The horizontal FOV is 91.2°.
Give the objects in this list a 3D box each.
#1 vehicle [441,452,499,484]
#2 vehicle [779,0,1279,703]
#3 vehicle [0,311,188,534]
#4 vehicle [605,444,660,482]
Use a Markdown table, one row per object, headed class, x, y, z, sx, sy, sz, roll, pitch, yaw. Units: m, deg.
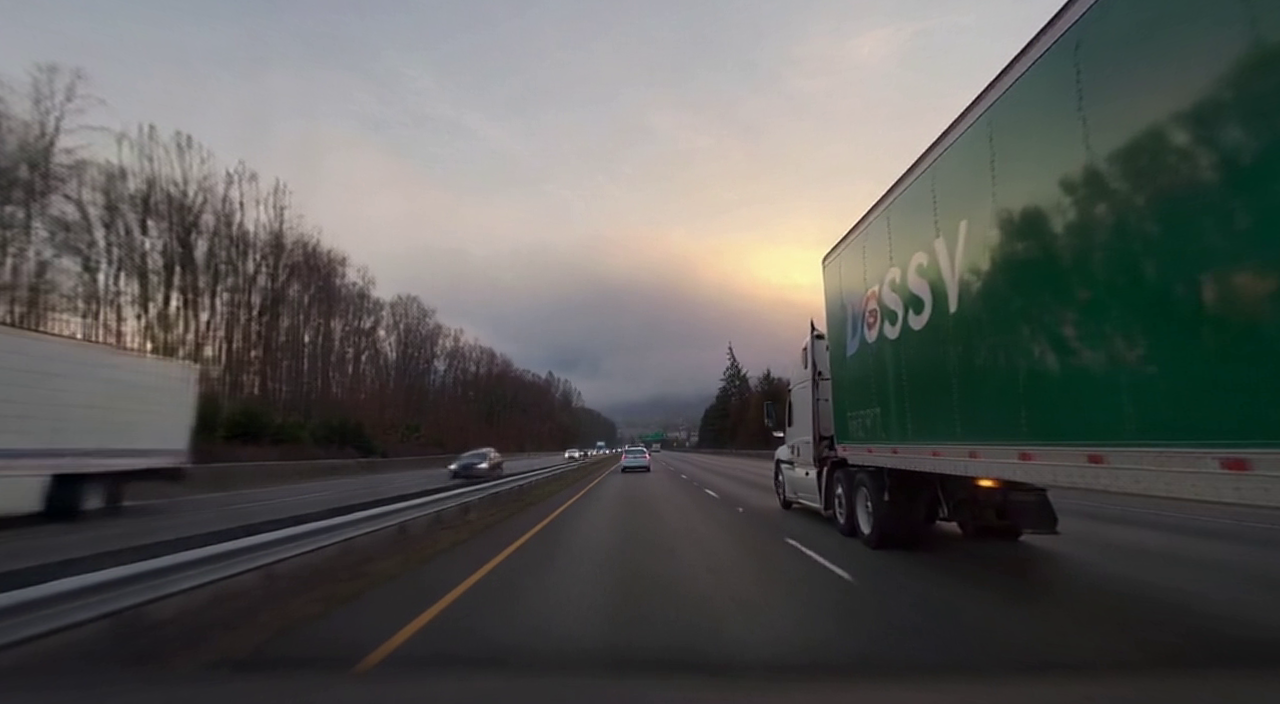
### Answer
| class | x | y | z | sx | sy | sz | roll | pitch | yaw |
| --- | --- | --- | --- | --- | --- | --- | --- | --- | --- |
| vehicle | -8.381 | 5.733 | 31.258 | 1.811 | 1.474 | 3.931 | -1 | -9 | 0 |
| vehicle | 4.464 | -0.056 | 4.884 | 3.317 | 4.020 | 14.141 | 0 | -9 | -1 |
| vehicle | -13.245 | 0.951 | 9.306 | 2.948 | 4.058 | 13.770 | -1 | -9 | -1 |
| vehicle | -0.322 | 4.850 | 27.547 | 2.244 | 1.506 | 4.097 | 0 | -9 | -1 |
